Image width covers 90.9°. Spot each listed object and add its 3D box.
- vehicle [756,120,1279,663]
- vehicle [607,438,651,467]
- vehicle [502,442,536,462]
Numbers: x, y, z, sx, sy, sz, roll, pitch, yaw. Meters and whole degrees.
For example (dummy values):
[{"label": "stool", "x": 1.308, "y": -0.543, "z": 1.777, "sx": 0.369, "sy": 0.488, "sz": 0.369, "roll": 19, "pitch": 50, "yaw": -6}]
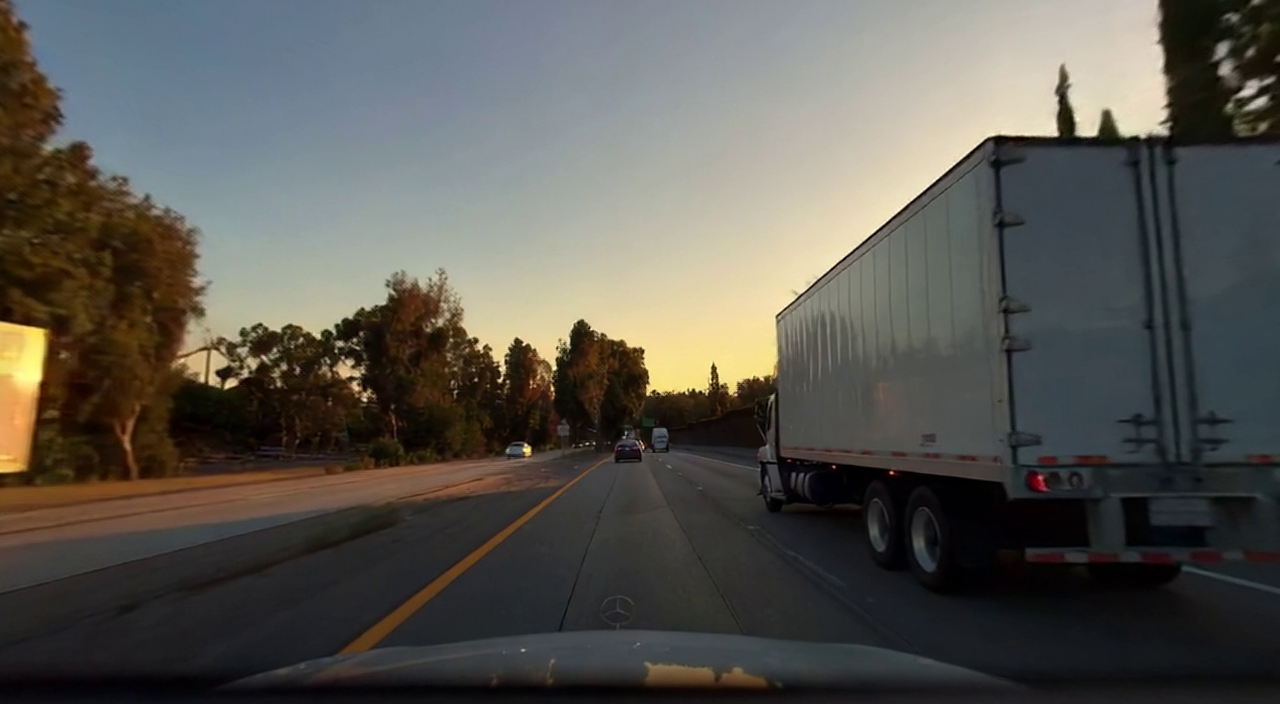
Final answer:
[{"label": "vehicle", "x": 3.833, "y": 0.697, "z": 8.189, "sx": 2.921, "sy": 3.526, "sz": 8.207, "roll": 0, "pitch": -8, "yaw": -1}, {"label": "vehicle", "x": -0.592, "y": 5.380, "z": 34.082, "sx": 2.259, "sy": 1.466, "sz": 3.693, "roll": 0, "pitch": -8, "yaw": -1}, {"label": "vehicle", "x": -9.380, "y": 7.718, "z": 49.030, "sx": 1.882, "sy": 1.446, "sz": 3.944, "roll": 0, "pitch": -8, "yaw": -1}]
